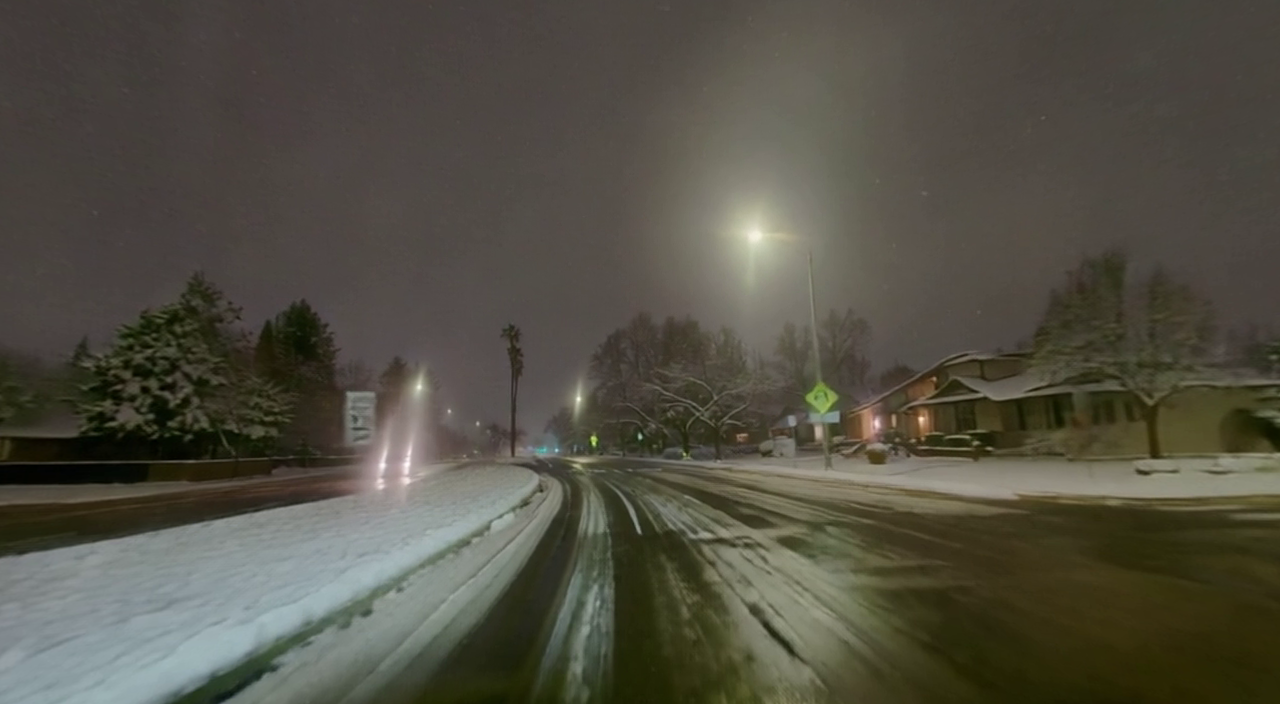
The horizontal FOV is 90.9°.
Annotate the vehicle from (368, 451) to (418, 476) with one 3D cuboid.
[{"bbox_3d":[-15.801,7.117,40.523,1.965,1.492,4.498,1,-9,-8],"label":"vehicle"}]
